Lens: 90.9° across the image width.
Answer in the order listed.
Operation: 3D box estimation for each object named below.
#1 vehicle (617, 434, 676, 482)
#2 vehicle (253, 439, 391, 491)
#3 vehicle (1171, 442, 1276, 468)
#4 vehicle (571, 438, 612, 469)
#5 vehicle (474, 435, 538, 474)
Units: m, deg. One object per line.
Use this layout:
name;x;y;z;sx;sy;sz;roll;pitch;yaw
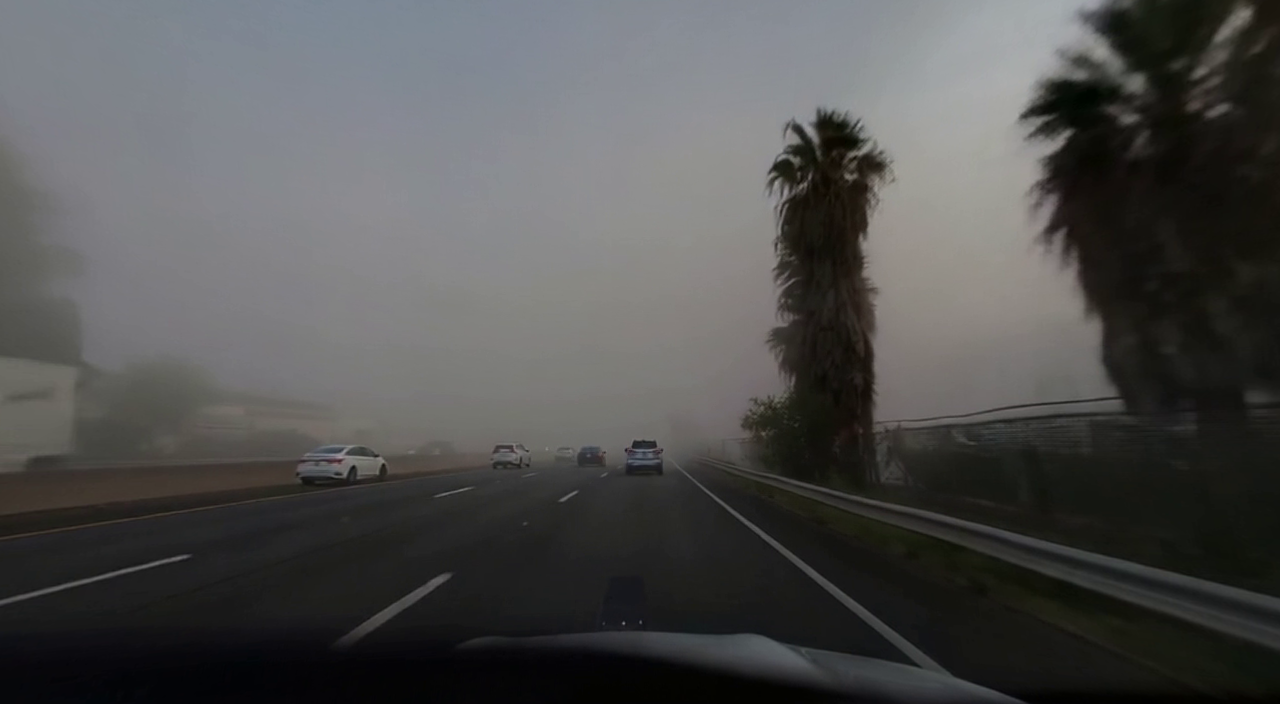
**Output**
vehicle;0.250;4.091;24.588;2.136;1.678;4.052;0;-8;1
vehicle;-10.418;3.719;21.217;1.910;1.501;5.004;0;-8;2
vehicle;35.091;6.194;38.153;1.855;1.490;4.704;0;-8;0
vehicle;-3.018;6.426;40.253;2.108;1.832;4.549;0;-8;2
vehicle;-6.647;5.145;31.858;2.105;1.790;4.689;0;-8;2
